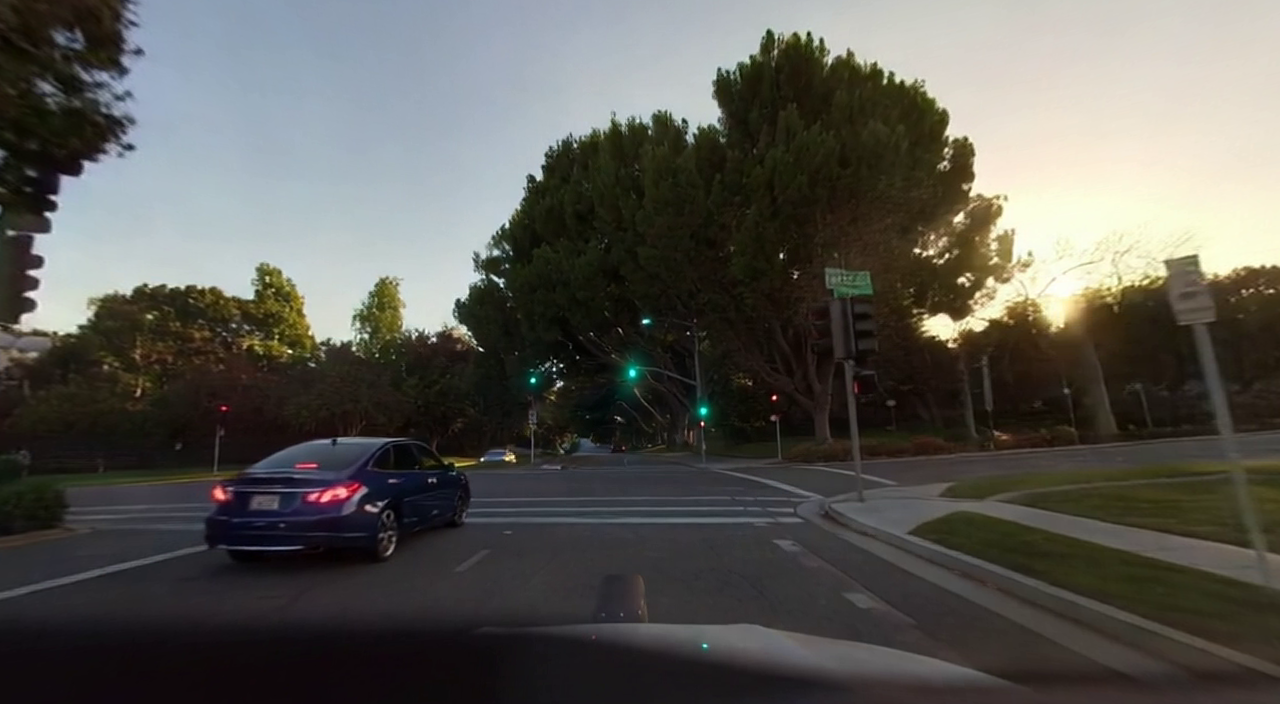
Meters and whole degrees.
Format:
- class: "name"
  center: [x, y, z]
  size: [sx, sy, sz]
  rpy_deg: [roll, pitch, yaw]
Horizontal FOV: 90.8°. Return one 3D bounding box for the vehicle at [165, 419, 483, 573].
- class: "vehicle"
  center: [-3.700, 1.770, 8.572]
  size: [1.980, 1.508, 4.502]
  rpy_deg: [0, -9, 0]
